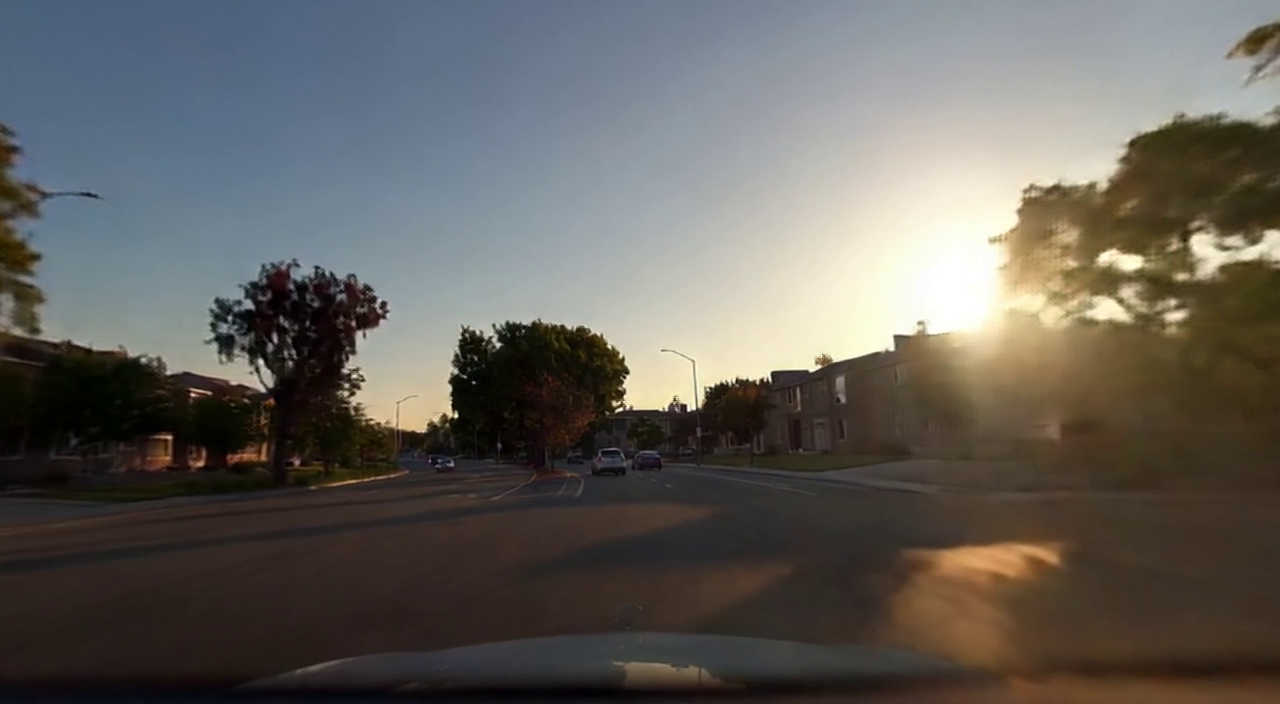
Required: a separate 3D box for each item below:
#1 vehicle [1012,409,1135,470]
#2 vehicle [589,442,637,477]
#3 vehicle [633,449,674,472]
[{"bbox_3d":[15.207,3.160,22.437,2.666,1.892,5.391,-4,-10,25],"label":"vehicle"},{"bbox_3d":[-1.586,5.972,35.065,2.165,1.783,4.391,1,-9,-9],"label":"vehicle"},{"bbox_3d":[0.878,7.695,44.898,1.915,1.495,4.880,2,-9,-11],"label":"vehicle"}]
